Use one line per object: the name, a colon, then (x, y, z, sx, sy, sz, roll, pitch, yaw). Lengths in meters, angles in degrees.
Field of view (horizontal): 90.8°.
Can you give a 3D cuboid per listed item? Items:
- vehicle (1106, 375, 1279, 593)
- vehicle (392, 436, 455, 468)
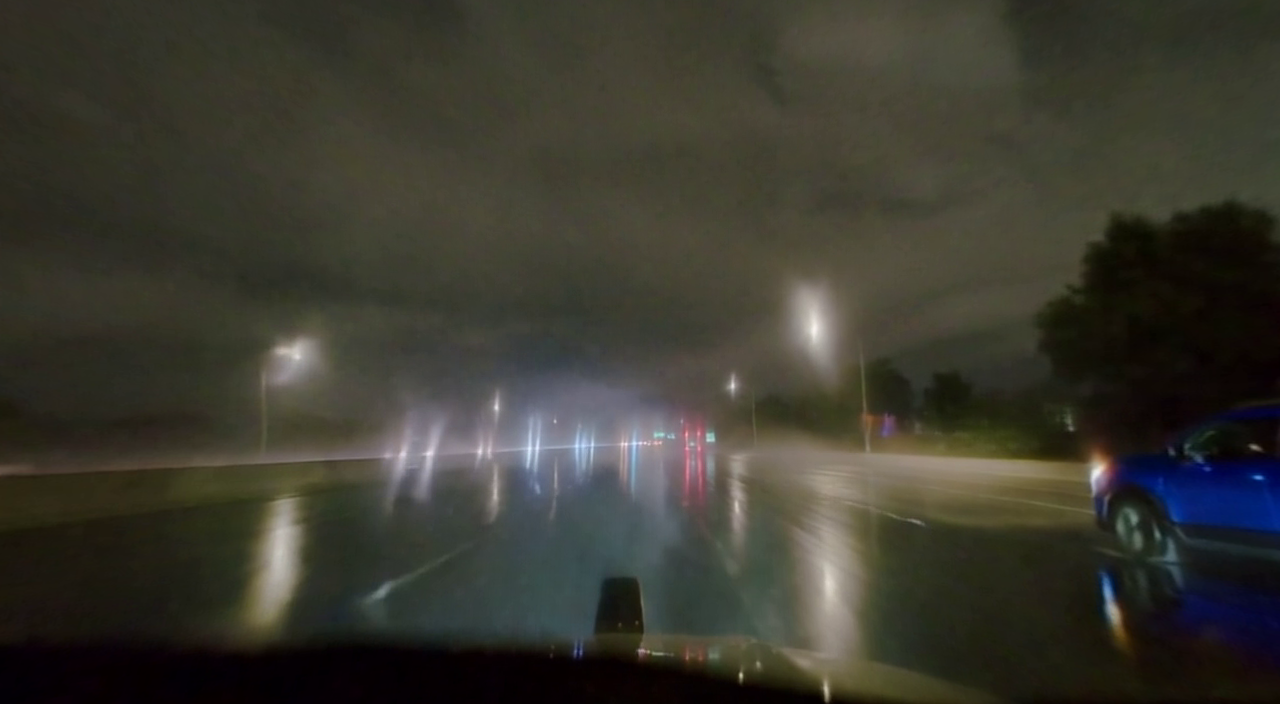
vehicle: (6.750, 1.111, 5.222, 2.222, 1.899, 4.595, 0, -9, 0)
vehicle: (-14.515, 6.728, 42.620, 2.327, 1.992, 5.241, 0, -9, 1)
